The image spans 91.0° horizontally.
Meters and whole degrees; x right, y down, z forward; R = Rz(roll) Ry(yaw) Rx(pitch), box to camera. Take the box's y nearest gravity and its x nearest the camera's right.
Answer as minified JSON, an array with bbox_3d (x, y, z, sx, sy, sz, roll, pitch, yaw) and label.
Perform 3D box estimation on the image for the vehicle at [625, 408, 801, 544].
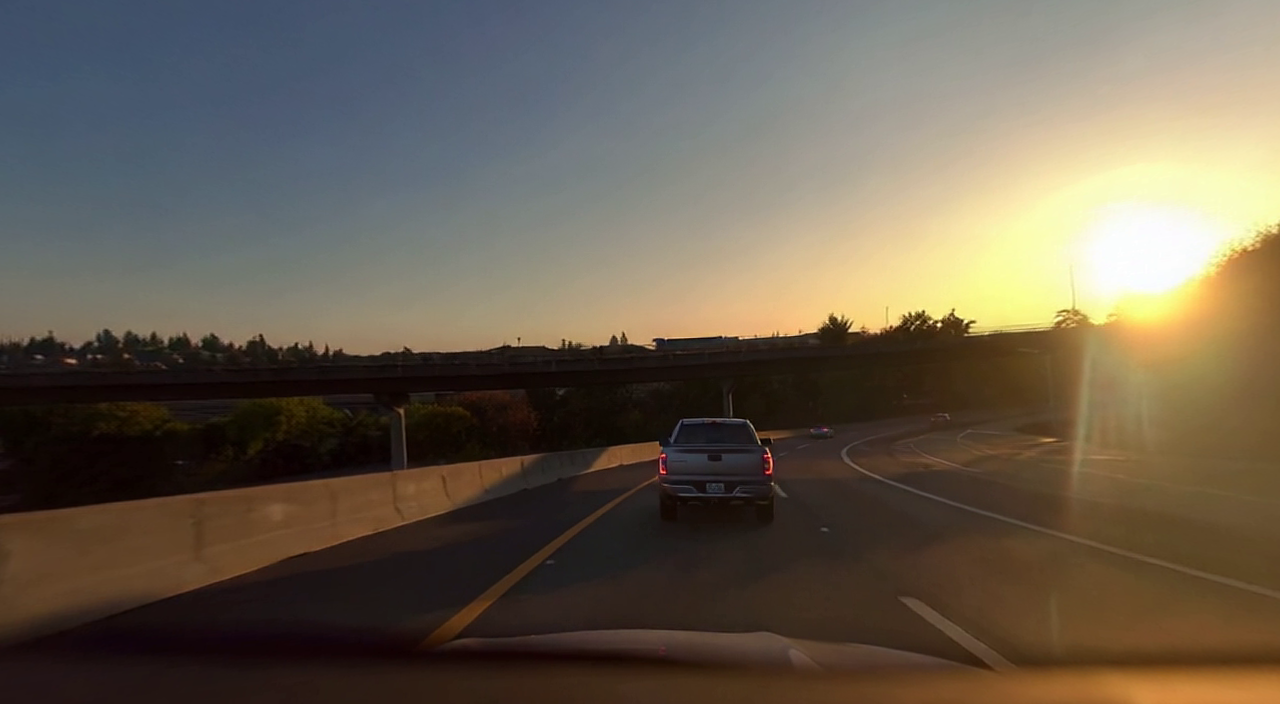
[{"bbox_3d":[1.146,1.916,10.347,2.235,1.716,4.435,-1,-9,6],"label":"vehicle"}]
